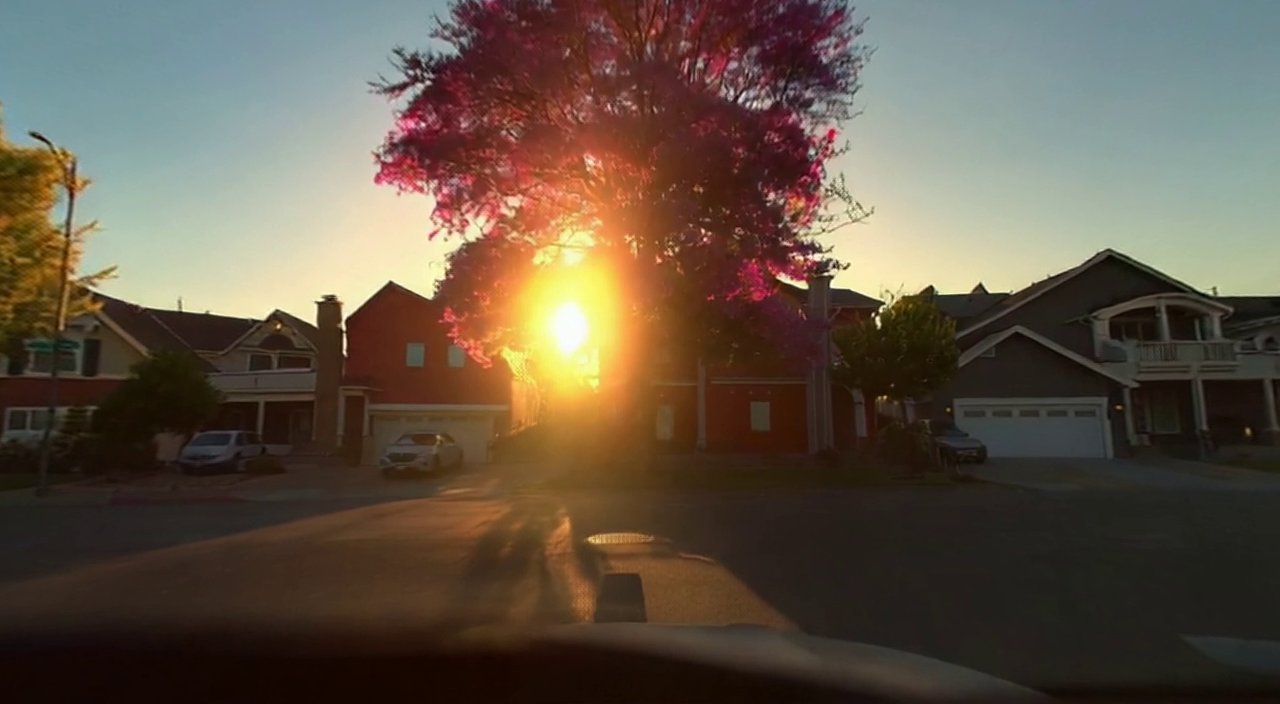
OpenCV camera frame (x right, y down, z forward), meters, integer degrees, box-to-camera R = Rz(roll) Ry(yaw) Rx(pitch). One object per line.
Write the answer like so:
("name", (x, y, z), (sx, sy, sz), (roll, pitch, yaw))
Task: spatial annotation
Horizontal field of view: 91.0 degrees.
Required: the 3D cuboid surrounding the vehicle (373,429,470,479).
("vehicle", (-7.205, 3.421, 21.292), (1.968, 1.491, 4.486), (1, -8, -4))
